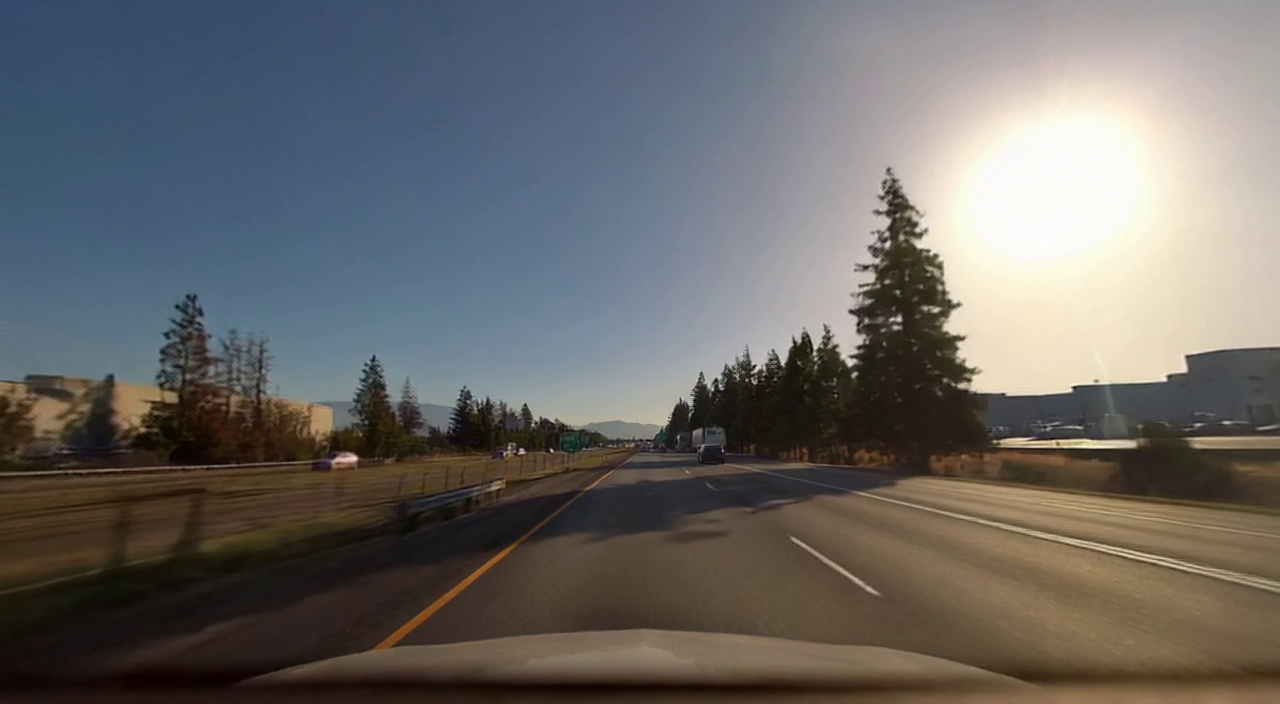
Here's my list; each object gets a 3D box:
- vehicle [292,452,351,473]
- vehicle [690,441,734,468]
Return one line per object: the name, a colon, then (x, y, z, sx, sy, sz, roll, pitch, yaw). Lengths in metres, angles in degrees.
vehicle: (-24.102, 8.360, 47.895, 1.897, 1.462, 4.861, 0, -8, 0)
vehicle: (4.229, 6.100, 37.678, 2.062, 1.518, 4.026, 0, -8, -1)
